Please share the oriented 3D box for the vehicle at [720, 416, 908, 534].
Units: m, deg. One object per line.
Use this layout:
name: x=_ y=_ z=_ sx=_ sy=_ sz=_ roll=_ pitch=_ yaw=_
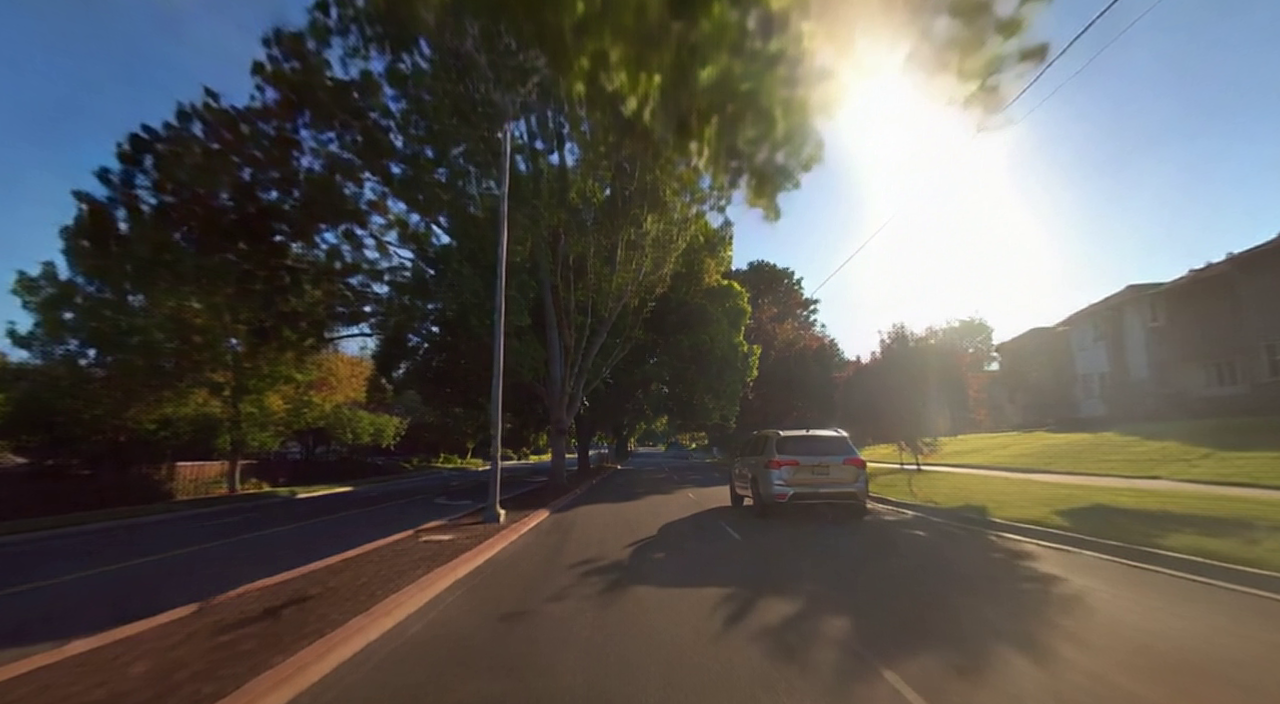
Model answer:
vehicle: x=2.943 y=2.208 z=11.945 sx=2.180 sy=1.773 sz=4.639 roll=0 pitch=-8 yaw=-1
